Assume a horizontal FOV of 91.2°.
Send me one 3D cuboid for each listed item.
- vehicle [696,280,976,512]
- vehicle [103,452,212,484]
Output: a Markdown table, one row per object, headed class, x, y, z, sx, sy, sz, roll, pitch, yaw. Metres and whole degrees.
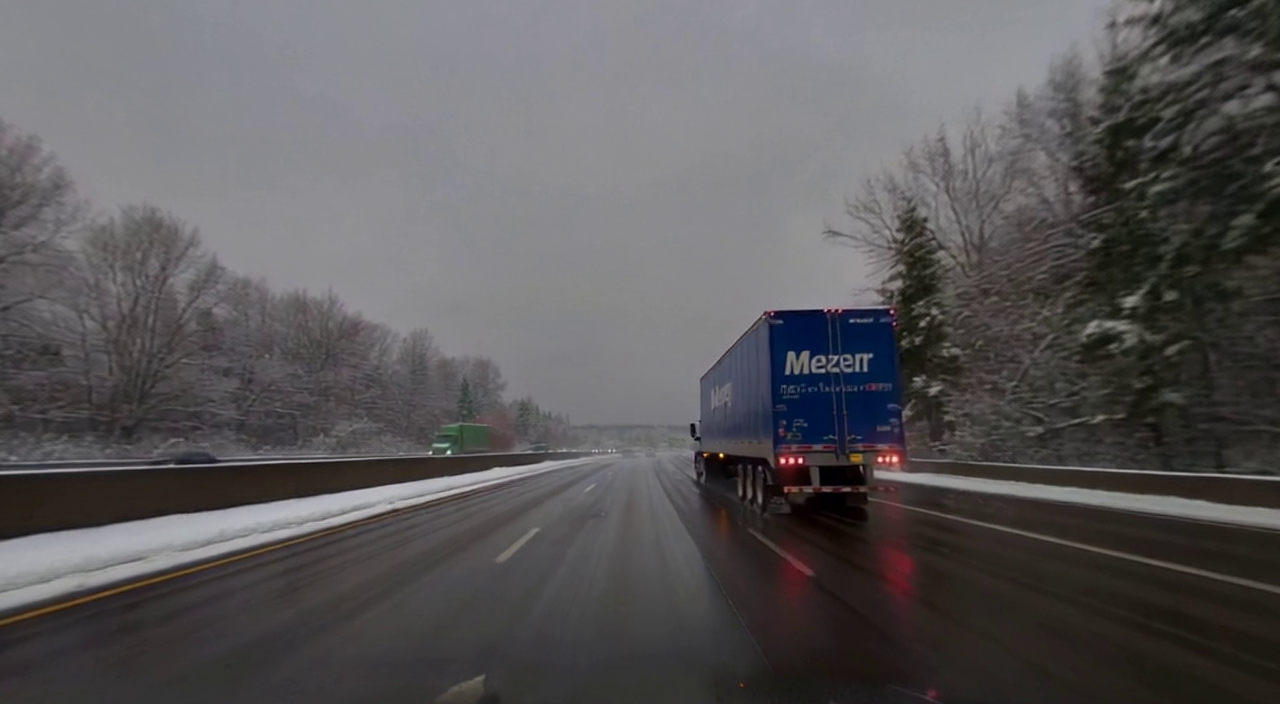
| class | x | y | z | sx | sy | sz | roll | pitch | yaw |
| --- | --- | --- | --- | --- | --- | --- | --- | --- | --- |
| vehicle | 3.954 | 1.957 | 18.815 | 3.003 | 3.880 | 16.814 | 0 | -9 | 0 |
| vehicle | -25.616 | 6.132 | 33.517 | 1.861 | 1.498 | 4.579 | -3 | -9 | 7 |
